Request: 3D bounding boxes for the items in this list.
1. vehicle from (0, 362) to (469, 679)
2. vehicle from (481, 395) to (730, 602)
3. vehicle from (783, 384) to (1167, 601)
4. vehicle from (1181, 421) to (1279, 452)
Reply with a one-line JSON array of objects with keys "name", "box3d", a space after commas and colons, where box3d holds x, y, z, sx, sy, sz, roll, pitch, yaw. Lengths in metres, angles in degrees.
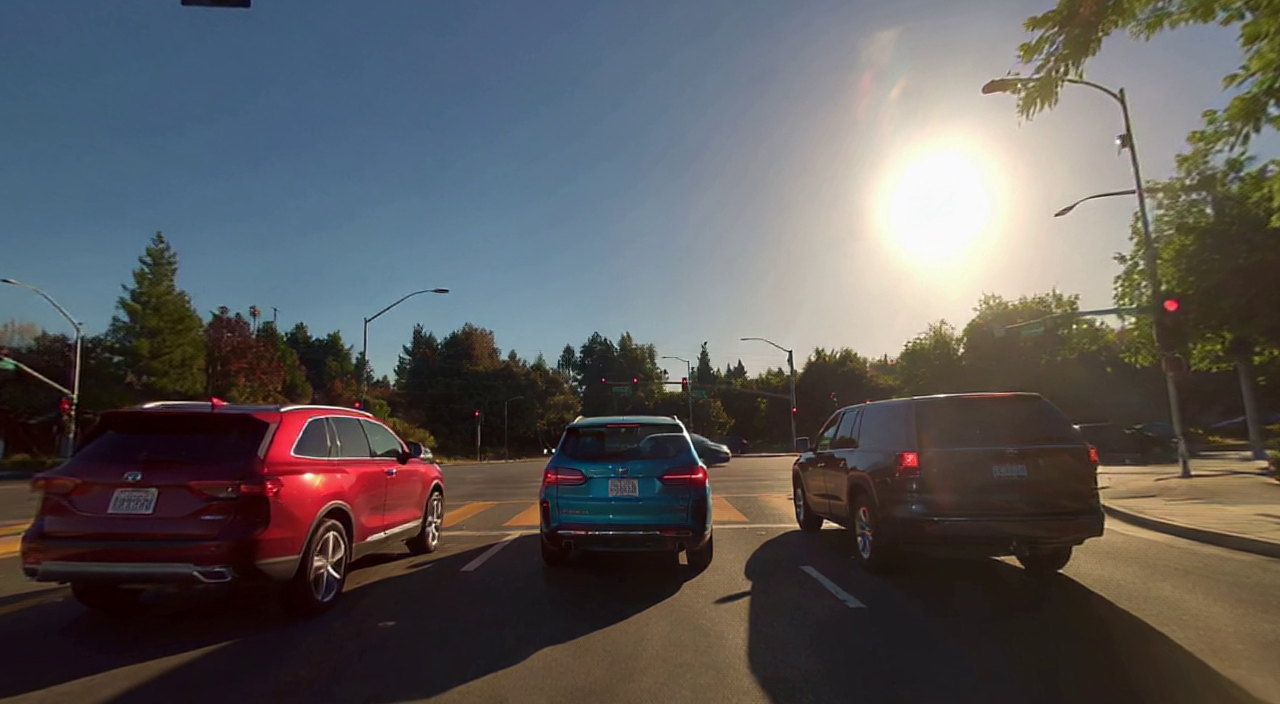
[{"name": "vehicle", "box3d": [-3.279, 1.279, 5.893, 2.047, 1.810, 4.414, 0, -8, 1]}, {"name": "vehicle", "box3d": [-0.234, 1.513, 7.317, 2.067, 1.702, 3.987, 0, -8, 2]}, {"name": "vehicle", "box3d": [3.274, 1.485, 7.520, 2.083, 1.779, 4.532, 0, -8, 0]}, {"name": "vehicle", "box3d": [32.785, 4.660, 34.770, 4.175, 1.634, 1.877, 1, -8, -5]}]
